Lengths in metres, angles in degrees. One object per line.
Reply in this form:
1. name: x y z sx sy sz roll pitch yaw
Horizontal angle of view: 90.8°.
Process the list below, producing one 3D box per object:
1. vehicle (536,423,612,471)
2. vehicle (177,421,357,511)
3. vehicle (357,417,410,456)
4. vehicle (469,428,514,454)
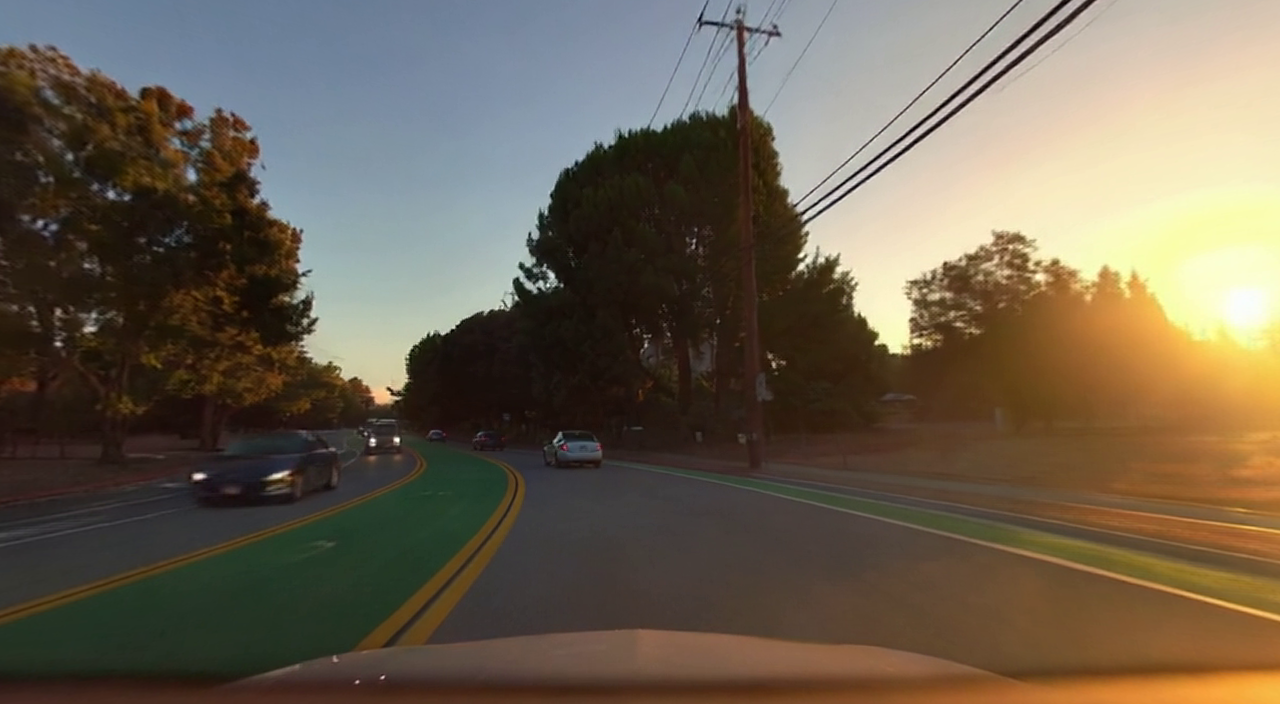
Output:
1. vehicle: -2.817 3.907 26.081 2.140 1.767 4.720 3 -9 -18
2. vehicle: -8.041 2.474 14.168 2.000 1.683 4.115 1 -8 -9
3. vehicle: -14.789 4.929 36.683 2.524 2.051 5.963 3 -9 -20
4. vehicle: -10.501 6.268 44.341 2.075 1.699 4.520 4 -9 -25
